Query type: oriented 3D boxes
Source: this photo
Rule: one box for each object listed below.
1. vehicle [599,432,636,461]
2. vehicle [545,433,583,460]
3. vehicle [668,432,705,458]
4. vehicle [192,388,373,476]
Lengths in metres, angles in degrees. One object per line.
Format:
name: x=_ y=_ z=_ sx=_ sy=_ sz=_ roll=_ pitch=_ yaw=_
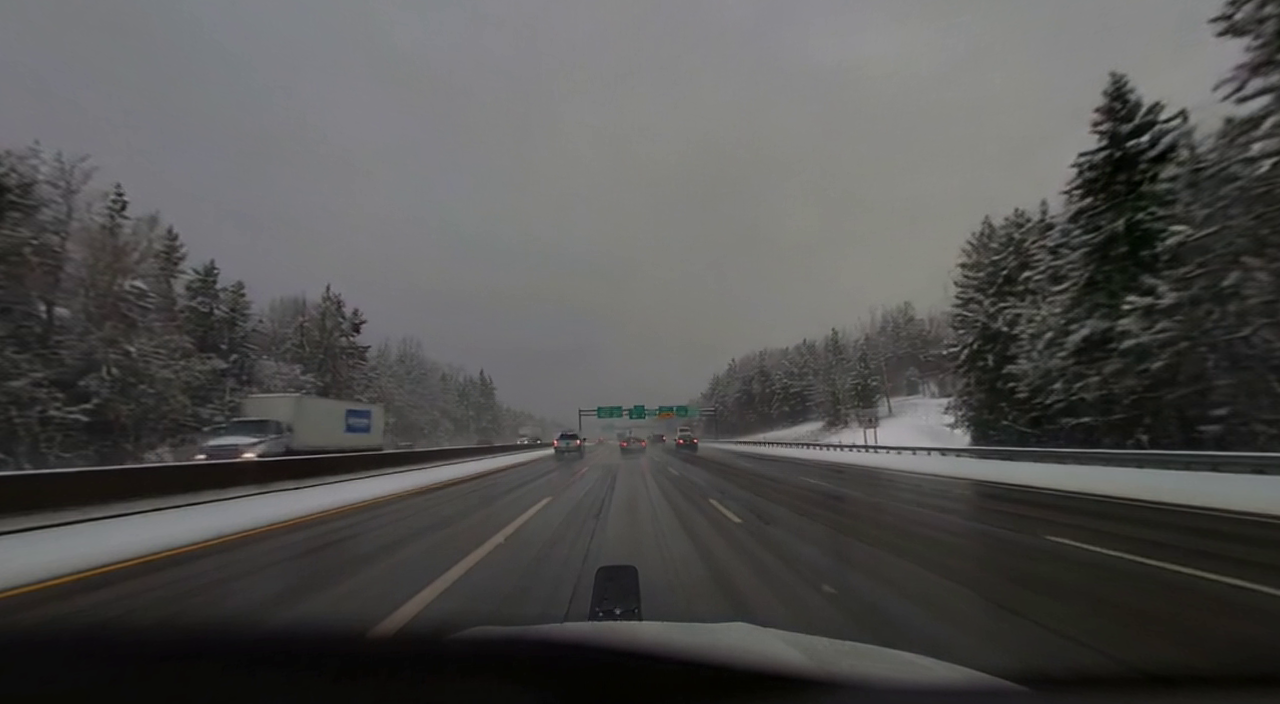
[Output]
vehicle: x=-1.347 y=5.677 z=37.989 sx=2.119 sy=1.629 sz=3.946 roll=0 pitch=-8 yaw=-1
vehicle: x=-5.015 y=6.257 z=41.802 sx=2.046 sy=1.658 sz=4.008 roll=0 pitch=-8 yaw=-1
vehicle: x=3.096 y=6.254 z=42.518 sx=2.066 sy=1.673 sz=4.225 roll=0 pitch=-8 yaw=-2
vehicle: x=-17.946 y=4.245 z=33.081 sx=2.834 sy=3.807 sz=11.612 roll=0 pitch=-8 yaw=-1
